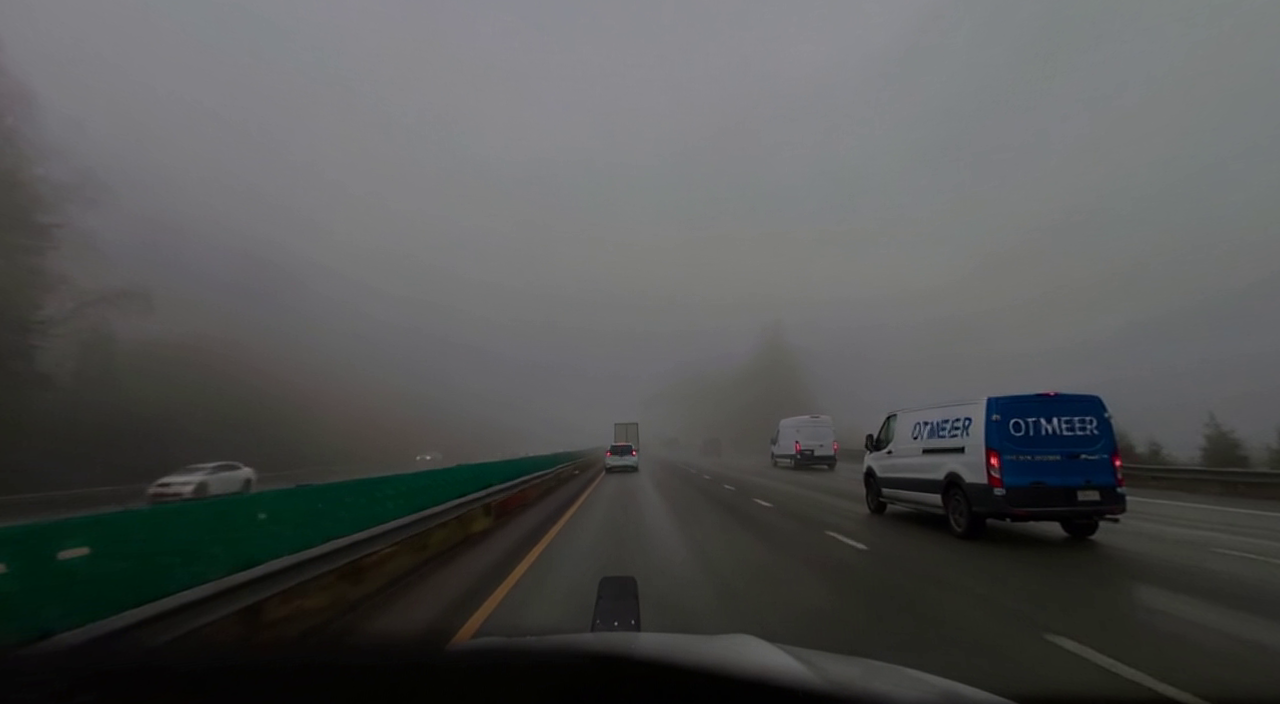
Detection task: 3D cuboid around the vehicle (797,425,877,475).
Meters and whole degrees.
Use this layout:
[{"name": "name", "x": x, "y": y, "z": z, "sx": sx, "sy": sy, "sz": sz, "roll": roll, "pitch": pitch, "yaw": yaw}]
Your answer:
[{"name": "vehicle", "x": 8.235, "y": 4.112, "z": 26.644, "sx": 2.255, "sy": 1.960, "sz": 3.229, "roll": 0, "pitch": -8, "yaw": -1}]

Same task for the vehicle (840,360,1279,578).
[{"name": "vehicle", "x": 4.748, "y": 1.426, "z": 8.467, "sx": 2.223, "sy": 2.008, "sz": 5.121, "roll": 0, "pitch": -8, "yaw": -2}]

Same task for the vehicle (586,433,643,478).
[{"name": "vehicle", "x": -1.013, "y": 4.120, "z": 25.378, "sx": 2.100, "sy": 1.636, "sz": 3.620, "roll": 0, "pitch": -8, "yaw": -2}]

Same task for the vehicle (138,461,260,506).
[{"name": "vehicle", "x": -17.857, "y": 5.320, "z": 25.780, "sx": 1.804, "sy": 1.491, "sz": 4.444, "roll": 0, "pitch": -8, "yaw": -1}]
